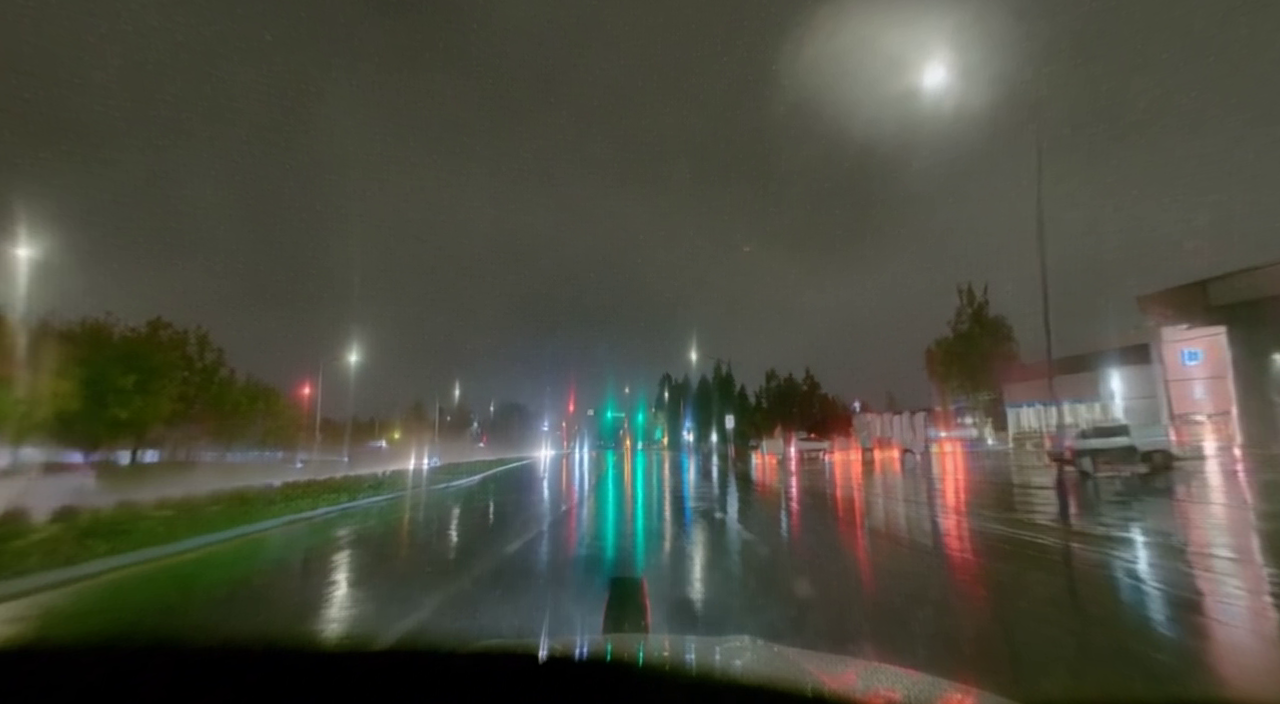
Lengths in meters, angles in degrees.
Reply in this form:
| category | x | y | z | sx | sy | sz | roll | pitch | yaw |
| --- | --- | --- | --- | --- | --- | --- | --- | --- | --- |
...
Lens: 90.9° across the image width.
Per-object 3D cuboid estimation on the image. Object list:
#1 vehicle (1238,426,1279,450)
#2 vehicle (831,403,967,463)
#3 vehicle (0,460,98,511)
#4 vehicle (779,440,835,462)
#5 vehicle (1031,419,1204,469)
| category | x | y | z | sx | sy | sz | roll | pitch | yaw |
| --- | --- | --- | --- | --- | --- | --- | --- | --- | --- |
| vehicle | 39.197 | 5.356 | 39.066 | 1.757 | 1.439 | 3.615 | -4 | -9 | 21 |
| vehicle | 15.542 | 4.935 | 38.261 | 6.641 | 3.391 | 3.387 | 0 | -9 | -4 |
| vehicle | -23.662 | 5.021 | 23.956 | 1.957 | 1.672 | 4.743 | 0 | -8 | -1 |
| vehicle | 12.478 | 7.406 | 47.453 | 1.948 | 1.466 | 4.520 | -1 | -7 | -16 |
| vehicle | 16.773 | 3.256 | 22.308 | 4.450 | 1.643 | 1.996 | 0 | -8 | -1 |
